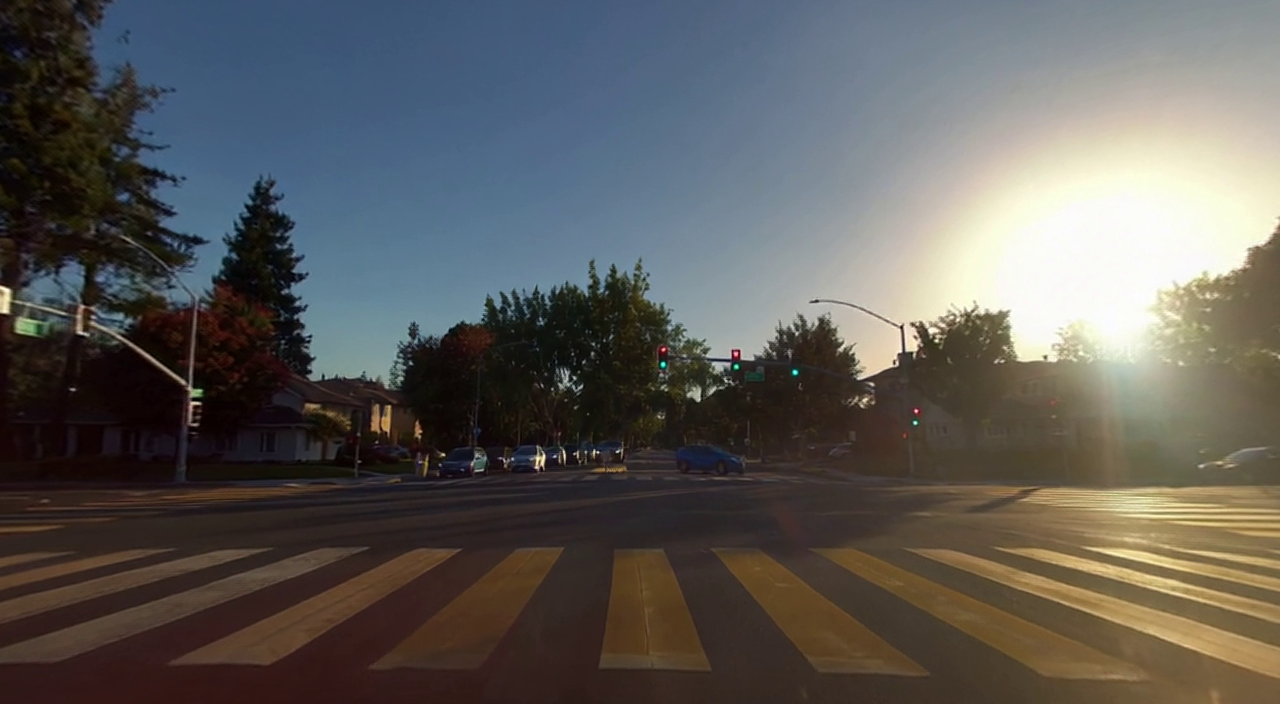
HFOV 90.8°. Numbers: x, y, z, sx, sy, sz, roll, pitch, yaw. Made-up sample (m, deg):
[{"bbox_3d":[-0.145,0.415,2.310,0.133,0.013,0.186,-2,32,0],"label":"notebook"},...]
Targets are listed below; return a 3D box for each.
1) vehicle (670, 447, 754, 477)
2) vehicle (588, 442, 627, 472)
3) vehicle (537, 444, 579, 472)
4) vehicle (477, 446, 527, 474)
[{"bbox_3d":[3.724,5.750,33.218,4.118,1.491,2.046,0,-8,-1],"label":"vehicle"},{"bbox_3d":[-2.073,6.952,41.976,2.355,1.868,5.125,0,-9,0],"label":"vehicle"},{"bbox_3d":[-5.232,6.801,40.726,2.091,1.707,4.157,0,-9,1],"label":"vehicle"},{"bbox_3d":[-8.659,6.770,40.035,2.028,1.654,5.027,0,-9,0],"label":"vehicle"}]
